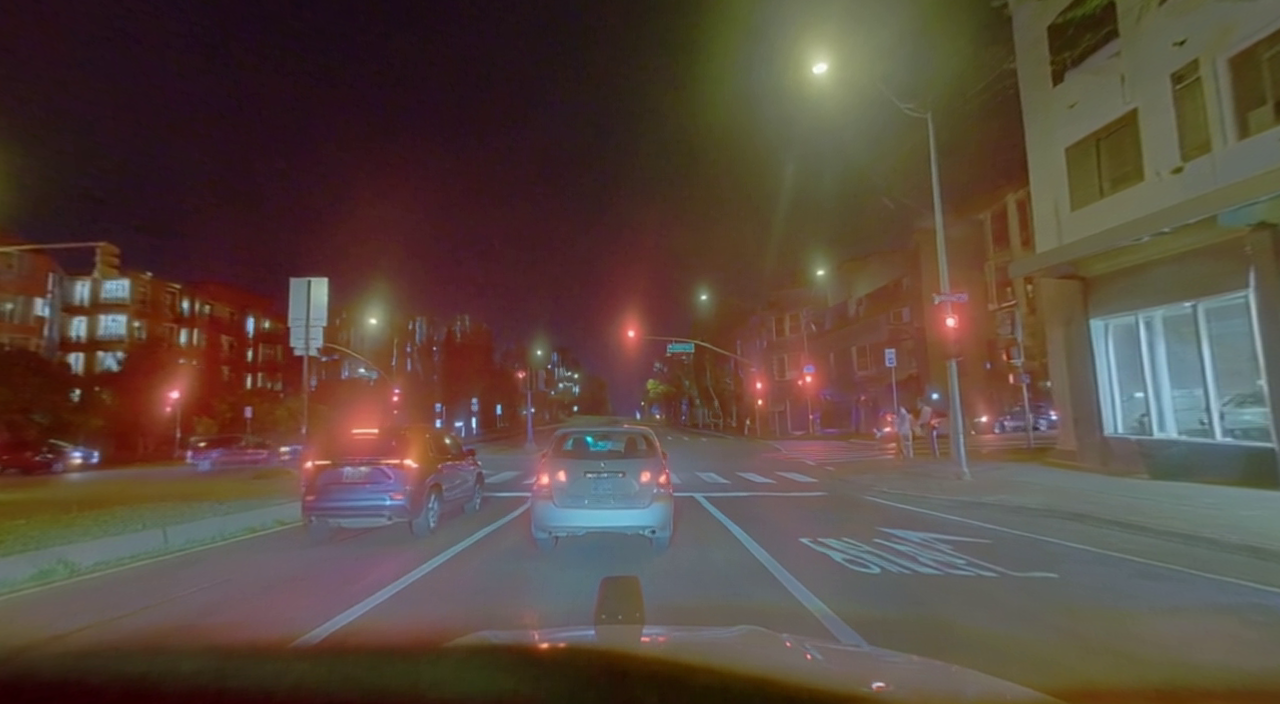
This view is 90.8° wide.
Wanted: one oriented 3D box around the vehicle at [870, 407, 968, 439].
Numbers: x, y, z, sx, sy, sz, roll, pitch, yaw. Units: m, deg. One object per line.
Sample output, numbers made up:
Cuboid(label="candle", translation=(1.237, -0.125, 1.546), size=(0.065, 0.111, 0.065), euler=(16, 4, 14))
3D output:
Cuboid(label="vehicle", translation=(15.140, 3.880, 34.274), size=(4.775, 1.604, 1.915), euler=(3, -9, -20))

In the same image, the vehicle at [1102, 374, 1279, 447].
Cuboid(label="vehicle", translation=(21.676, 2.336, 24.632), size=(5.756, 2.653, 2.403), euler=(1, -9, -11))

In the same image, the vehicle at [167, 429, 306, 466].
Cuboid(label="vehicle", translation=(-16.593, 3.949, 26.123), size=(4.453, 1.471, 1.921), euler=(-1, -8, 3))

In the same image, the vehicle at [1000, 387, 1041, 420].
Cuboid(label="vehicle", translation=(27.043, 3.737, 44.805), size=(2.152, 1.993, 5.078), euler=(-6, -10, 33))

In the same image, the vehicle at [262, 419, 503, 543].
Cuboid(label="vehicle", translation=(-3.692, 1.938, 10.143), size=(1.934, 1.522, 4.464), euler=(0, -8, 1))

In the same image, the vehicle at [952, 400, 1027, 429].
Cuboid(label="vehicle", translation=(21.154, 3.831, 38.158), size=(5.017, 1.542, 2.055), euler=(7, -11, -38))

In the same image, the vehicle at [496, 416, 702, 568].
Cuboid(label="vehicle", translation=(-0.429, 1.710, 8.428), size=(2.082, 1.520, 3.896), euler=(0, -8, 0))

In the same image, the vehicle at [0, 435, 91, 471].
Cuboid(label="vehicle", translation=(-32.427, 5.385, 33.678), size=(4.280, 1.857, 2.136), euler=(0, -8, 1))

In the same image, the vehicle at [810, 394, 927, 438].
Cuboid(label="vehicle", translation=(13.782, 3.927, 38.142), size=(6.541, 2.480, 2.259), euler=(3, -9, -19))
